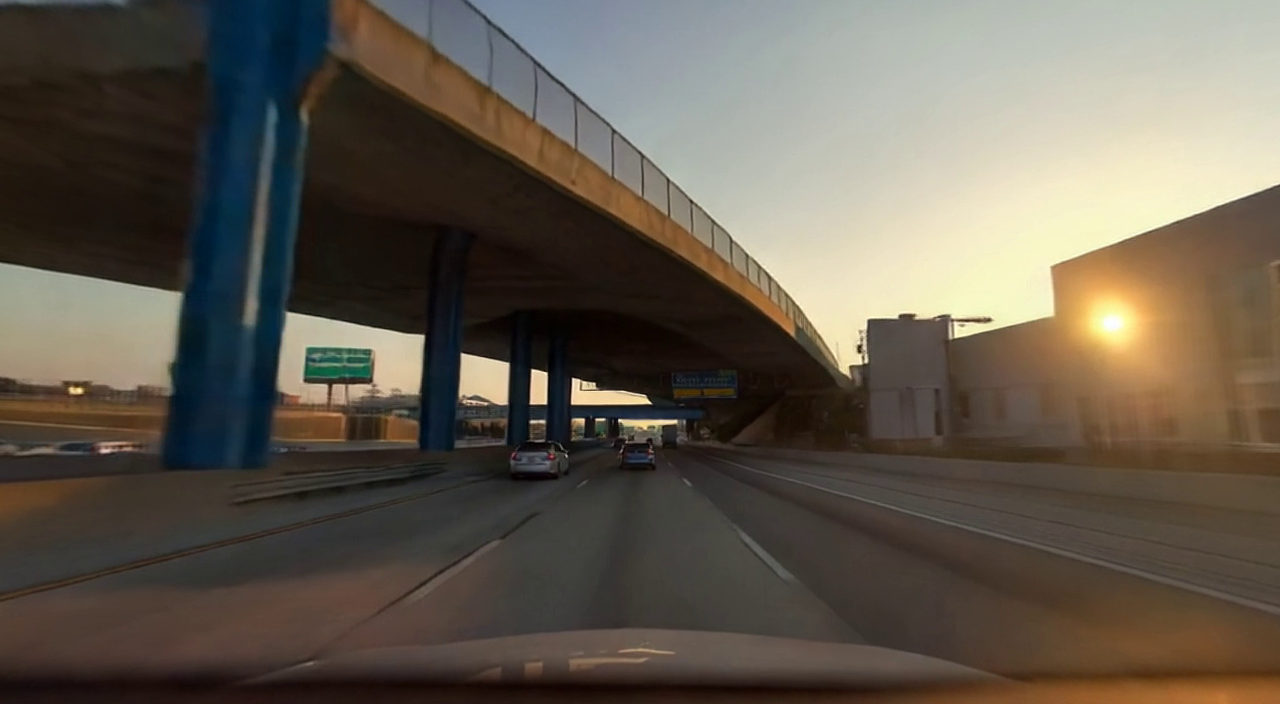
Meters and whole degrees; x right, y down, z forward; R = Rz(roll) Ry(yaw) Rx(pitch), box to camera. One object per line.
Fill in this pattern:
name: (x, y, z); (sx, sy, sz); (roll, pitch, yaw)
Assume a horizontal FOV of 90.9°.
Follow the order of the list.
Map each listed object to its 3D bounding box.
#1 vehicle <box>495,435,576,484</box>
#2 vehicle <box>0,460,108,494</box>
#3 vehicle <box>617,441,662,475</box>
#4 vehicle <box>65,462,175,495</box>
vehicle: (-3.665, 3.870, 22.941); (2.064, 1.589, 4.213); (0, -8, 2)
vehicle: (-31.843, 6.701, 34.131); (1.938, 1.598, 4.624); (0, -8, 1)
vehicle: (0.001, 4.718, 28.238); (1.877, 1.386, 3.872); (0, -8, 0)
vehicle: (-28.064, 6.802, 34.288); (1.869, 1.537, 4.731); (0, -8, 1)
